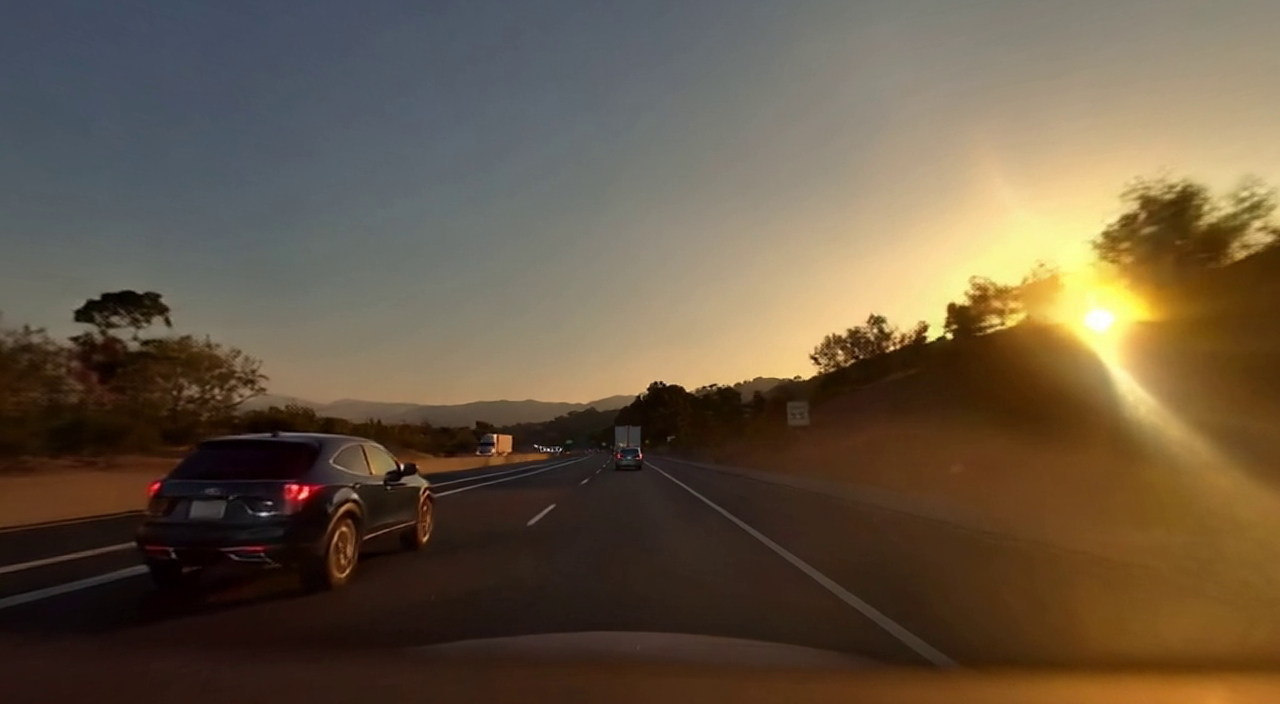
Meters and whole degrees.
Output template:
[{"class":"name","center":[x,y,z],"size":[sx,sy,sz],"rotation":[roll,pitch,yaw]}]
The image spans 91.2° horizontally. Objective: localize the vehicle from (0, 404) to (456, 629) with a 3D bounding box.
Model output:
[{"class":"vehicle","center":[-3.868,1.589,7.095],"size":[2.181,1.653,4.691],"rotation":[0,-9,-1]}]

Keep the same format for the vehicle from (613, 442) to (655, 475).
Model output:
[{"class":"vehicle","center":[-0.390,6.030,35.565],"size":[2.230,1.715,4.243],"rotation":[0,-9,-1]}]
